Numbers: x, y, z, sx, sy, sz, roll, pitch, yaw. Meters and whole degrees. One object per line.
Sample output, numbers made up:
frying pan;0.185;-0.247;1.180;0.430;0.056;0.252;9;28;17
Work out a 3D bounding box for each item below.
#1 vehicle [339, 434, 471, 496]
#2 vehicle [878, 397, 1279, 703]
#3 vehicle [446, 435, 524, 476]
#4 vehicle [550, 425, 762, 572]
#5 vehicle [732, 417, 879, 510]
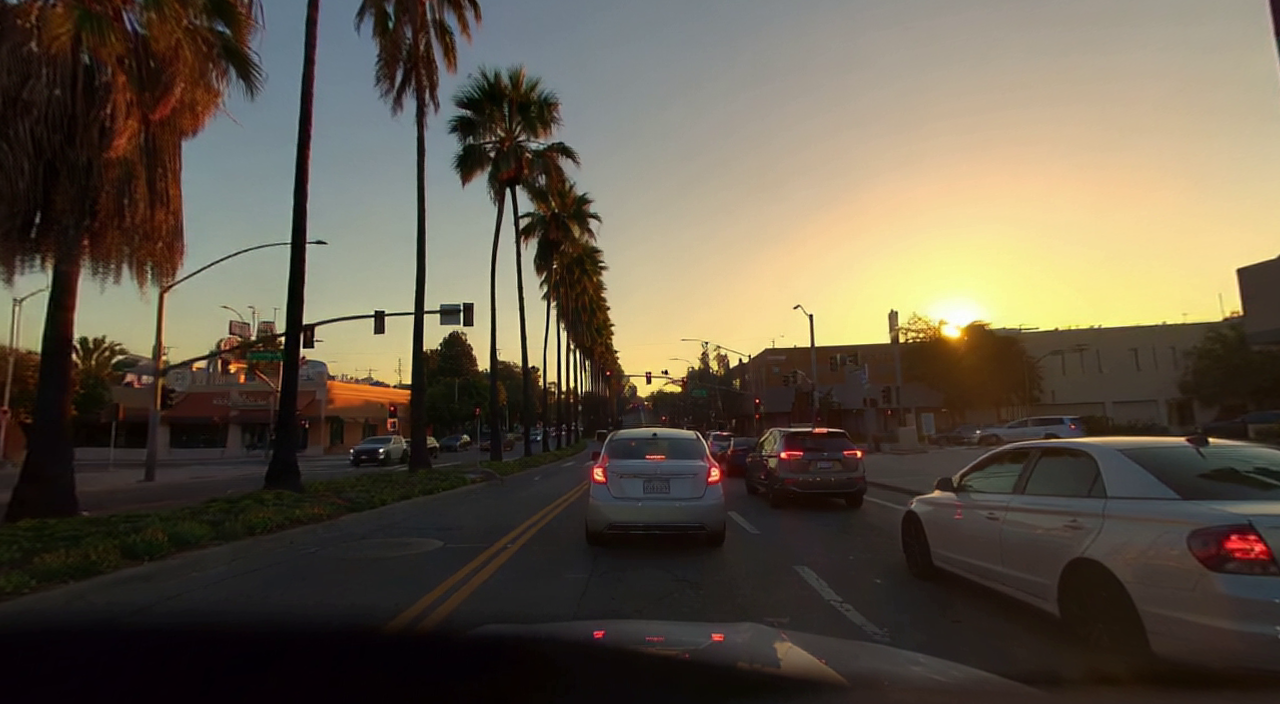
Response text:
vehicle;-6.265;3.048;17.380;1.900;1.487;4.165;0;-8;2
vehicle;3.538;1.217;4.476;1.910;1.490;4.661;0;-8;0
vehicle;-6.060;4.096;25.217;1.822;1.456;4.396;-1;-8;2
vehicle;0.171;1.784;8.461;2.140;1.474;4.026;0;-8;0
vehicle;3.491;2.461;14.303;2.169;1.751;4.276;0;-8;0
